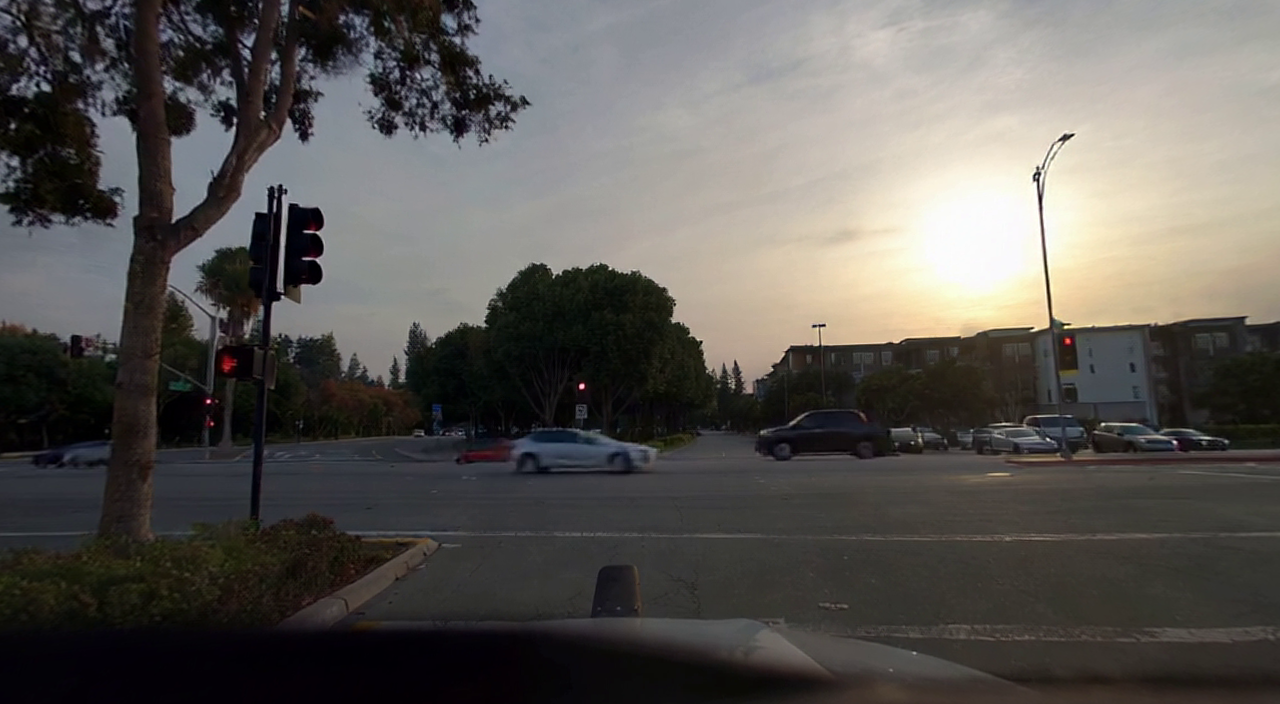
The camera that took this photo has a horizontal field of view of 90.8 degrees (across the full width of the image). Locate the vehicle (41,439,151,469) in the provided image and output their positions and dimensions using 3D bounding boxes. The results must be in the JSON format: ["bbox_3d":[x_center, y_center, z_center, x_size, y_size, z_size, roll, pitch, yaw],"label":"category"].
[{"bbox_3d":[-30.158,5.645,35.081,4.677,1.593,2.029,-2,-9,10],"label":"vehicle"}]

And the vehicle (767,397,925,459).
[{"bbox_3d":[11.014,4.203,34.580,7.790,3.197,2.653,-2,-9,10],"label":"vehicle"}]

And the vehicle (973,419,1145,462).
[{"bbox_3d":[15.024,3.217,22.943,4.749,1.461,1.892,-1,-9,9],"label":"vehicle"}]

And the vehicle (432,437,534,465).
[{"bbox_3d":[-8.311,5.259,33.640,4.860,1.441,1.934,-2,-9,11],"label":"vehicle"}]

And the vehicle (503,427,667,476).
[{"bbox_3d":[-1.692,3.186,20.257,4.836,1.445,2.057,-2,-9,10],"label":"vehicle"}]

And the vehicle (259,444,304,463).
[{"bbox_3d":[-28.055,7.917,49.536,2.235,1.417,4.272,3,-9,-19],"label":"vehicle"}]
